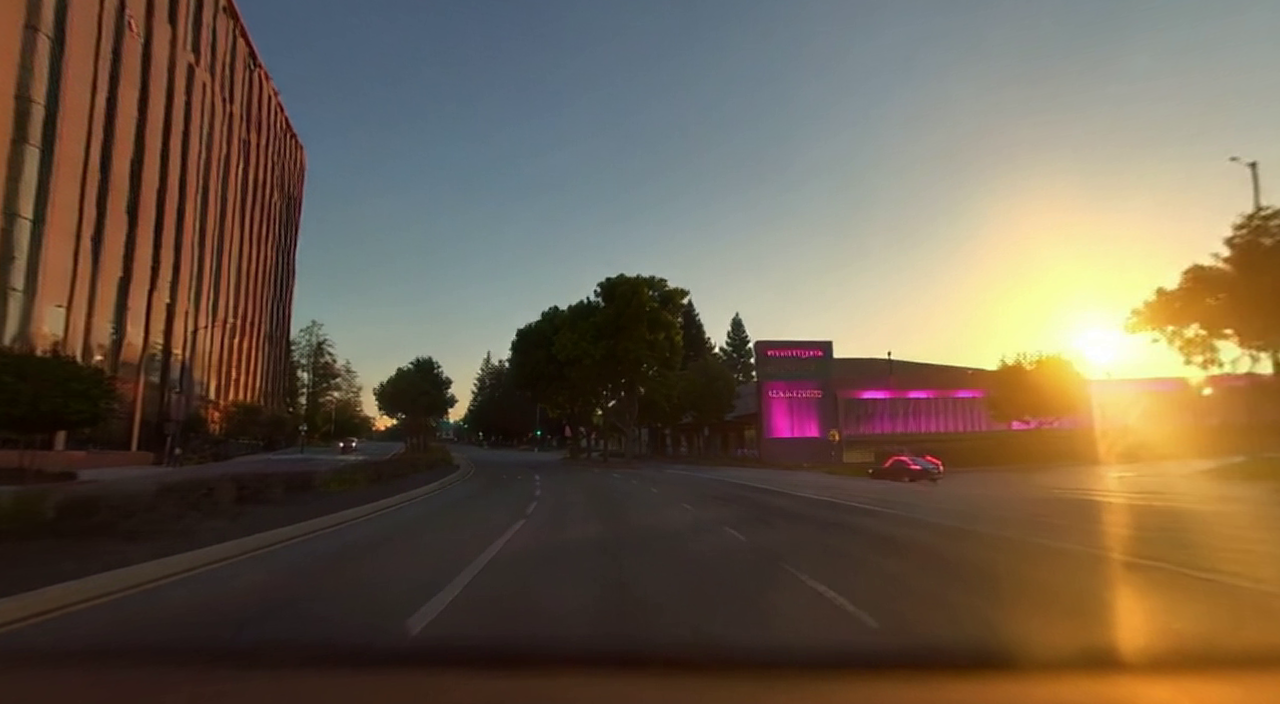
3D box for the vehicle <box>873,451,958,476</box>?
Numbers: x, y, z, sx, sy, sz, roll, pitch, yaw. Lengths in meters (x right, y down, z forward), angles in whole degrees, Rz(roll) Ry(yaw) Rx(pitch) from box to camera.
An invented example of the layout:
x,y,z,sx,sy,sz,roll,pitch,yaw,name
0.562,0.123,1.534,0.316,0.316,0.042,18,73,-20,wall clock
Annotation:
x,y,z,sx,sy,sz,roll,pitch,yaw,name
19.263,7.840,44.279,4.946,1.656,2.139,0,-8,-1,vehicle
